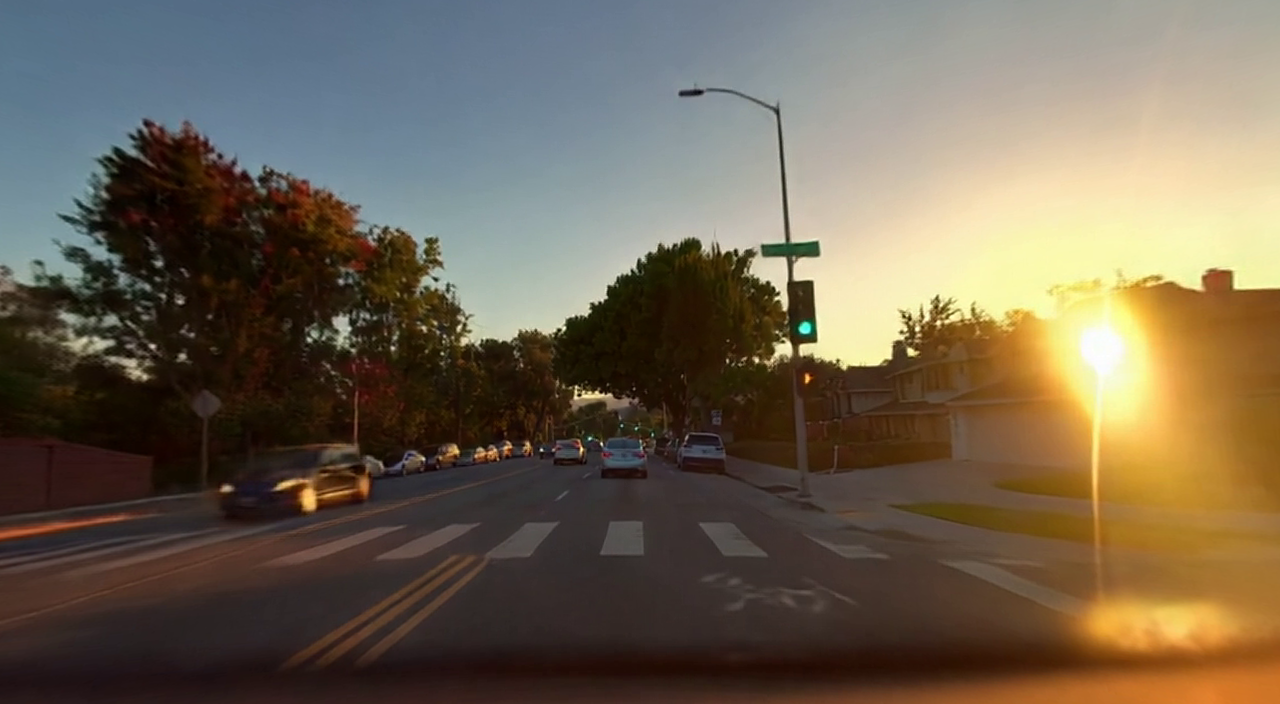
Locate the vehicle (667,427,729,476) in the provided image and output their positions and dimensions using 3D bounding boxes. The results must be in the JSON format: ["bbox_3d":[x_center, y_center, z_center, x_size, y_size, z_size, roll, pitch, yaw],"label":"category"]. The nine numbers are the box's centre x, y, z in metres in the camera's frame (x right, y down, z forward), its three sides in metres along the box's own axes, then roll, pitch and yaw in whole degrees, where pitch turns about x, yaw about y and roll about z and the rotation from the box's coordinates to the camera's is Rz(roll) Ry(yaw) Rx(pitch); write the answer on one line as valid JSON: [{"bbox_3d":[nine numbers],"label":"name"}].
[{"bbox_3d":[2.360,4.177,26.878,2.119,1.884,4.567,0,-8,-1],"label":"vehicle"}]

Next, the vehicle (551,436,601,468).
[{"bbox_3d":[-3.242,5.123,32.757,2.117,1.528,4.277,0,-8,0],"label":"vehicle"}]

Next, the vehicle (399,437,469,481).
[{"bbox_3d":[-12.511,6.465,38.839,2.249,2.093,6.297,-8,-7,-3],"label":"vehicle"}]

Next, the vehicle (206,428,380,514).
[{"bbox_3d":[-9.367,3.186,17.638,2.105,1.858,4.903,-5,-8,0],"label":"vehicle"}]

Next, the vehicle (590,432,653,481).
[{"bbox_3d":[-0.631,3.680,22.662,2.041,1.575,4.304,0,-8,-1],"label":"vehicle"}]
